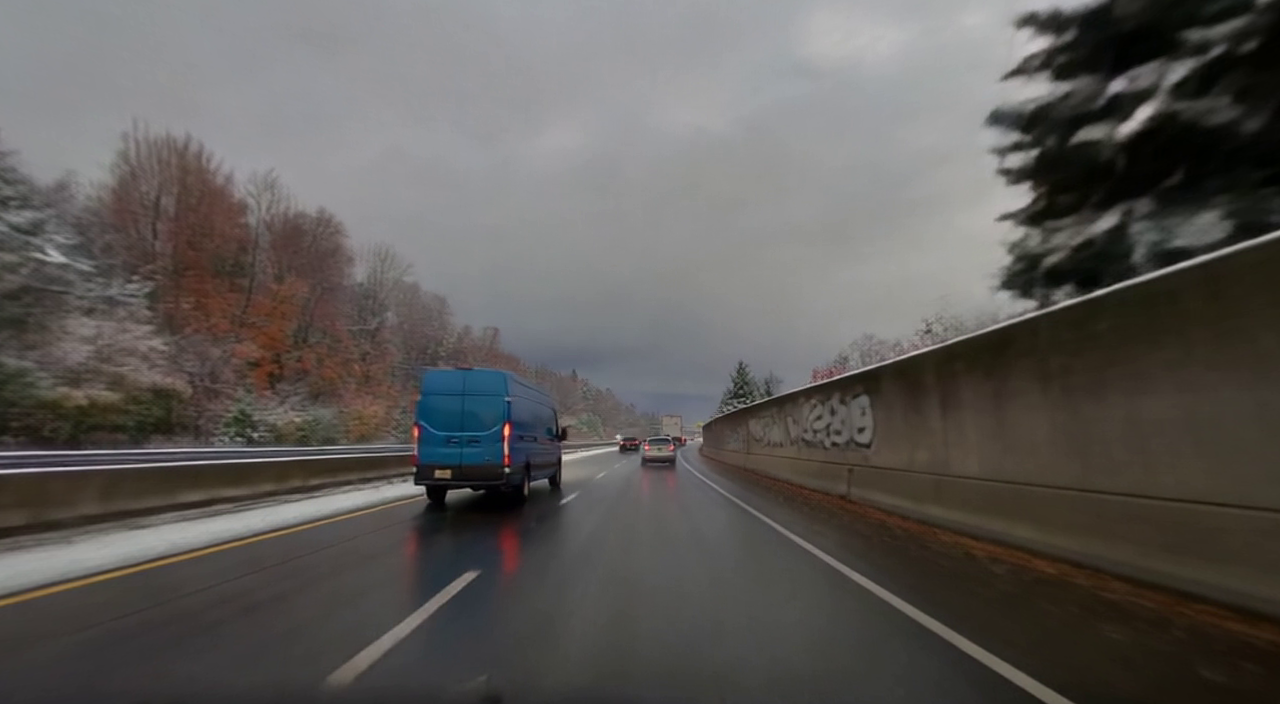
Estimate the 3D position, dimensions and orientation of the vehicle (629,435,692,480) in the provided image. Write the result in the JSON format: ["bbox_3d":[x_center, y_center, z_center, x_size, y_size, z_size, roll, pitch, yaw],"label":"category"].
[{"bbox_3d":[0.707,3.766,22.774,2.071,1.487,3.948,0,-8,1],"label":"vehicle"}]

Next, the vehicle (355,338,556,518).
[{"bbox_3d":[-3.171,1.512,12.299,2.334,2.769,5.087,0,-8,0],"label":"vehicle"}]
